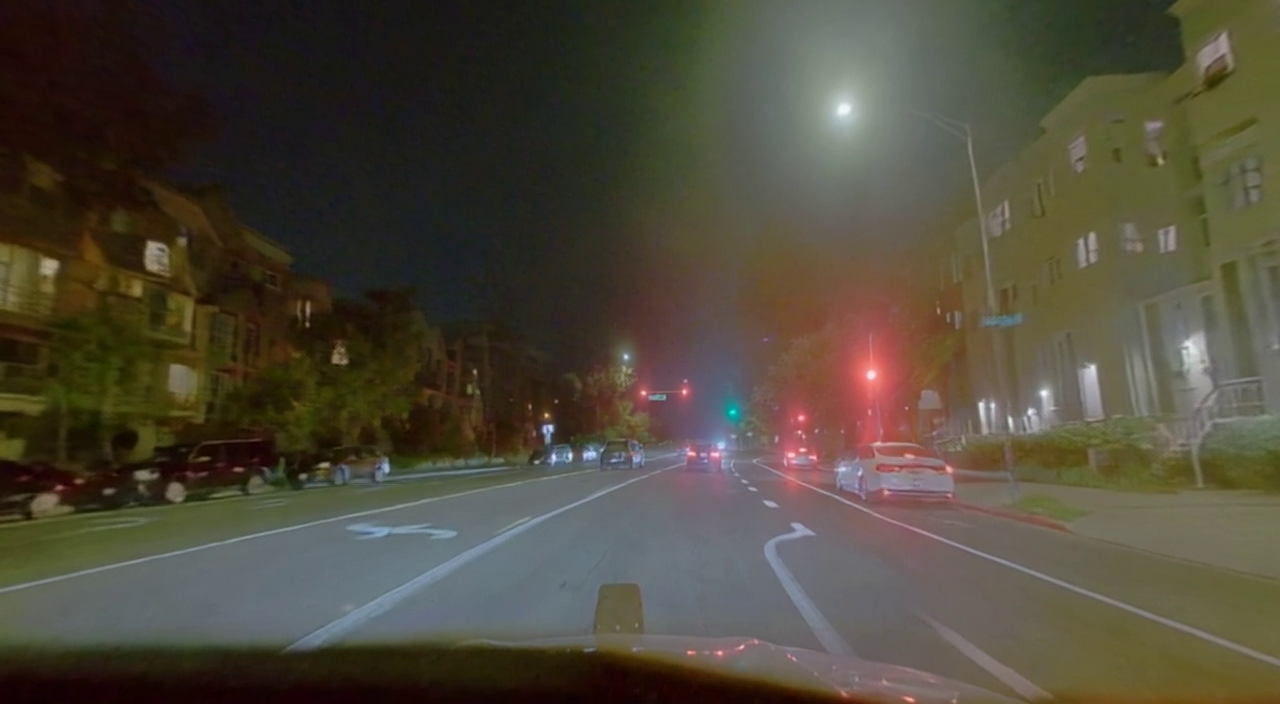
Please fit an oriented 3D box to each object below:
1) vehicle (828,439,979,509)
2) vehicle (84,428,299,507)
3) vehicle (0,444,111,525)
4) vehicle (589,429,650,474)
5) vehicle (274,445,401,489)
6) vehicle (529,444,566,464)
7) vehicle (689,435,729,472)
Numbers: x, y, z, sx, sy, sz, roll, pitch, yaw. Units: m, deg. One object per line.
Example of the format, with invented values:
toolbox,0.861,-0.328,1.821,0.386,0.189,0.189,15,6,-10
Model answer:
vehicle,6.454,3.000,16.215,2.104,1.489,4.962,-1,-8,5
vehicle,-12.020,3.114,17.500,2.115,1.853,4.745,-1,-8,6
vehicle,-12.734,2.446,11.648,1.809,1.469,4.485,-1,-8,5
vehicle,-0.807,4.392,28.012,1.877,1.827,4.298,-1,-8,9
vehicle,-11.040,4.194,23.522,1.782,1.472,4.744,-1,-8,9
vehicle,-7.060,7.856,48.649,1.876,1.492,3.790,-2,-9,8
vehicle,3.515,5.060,31.637,1.852,1.680,4.488,-1,-8,8
